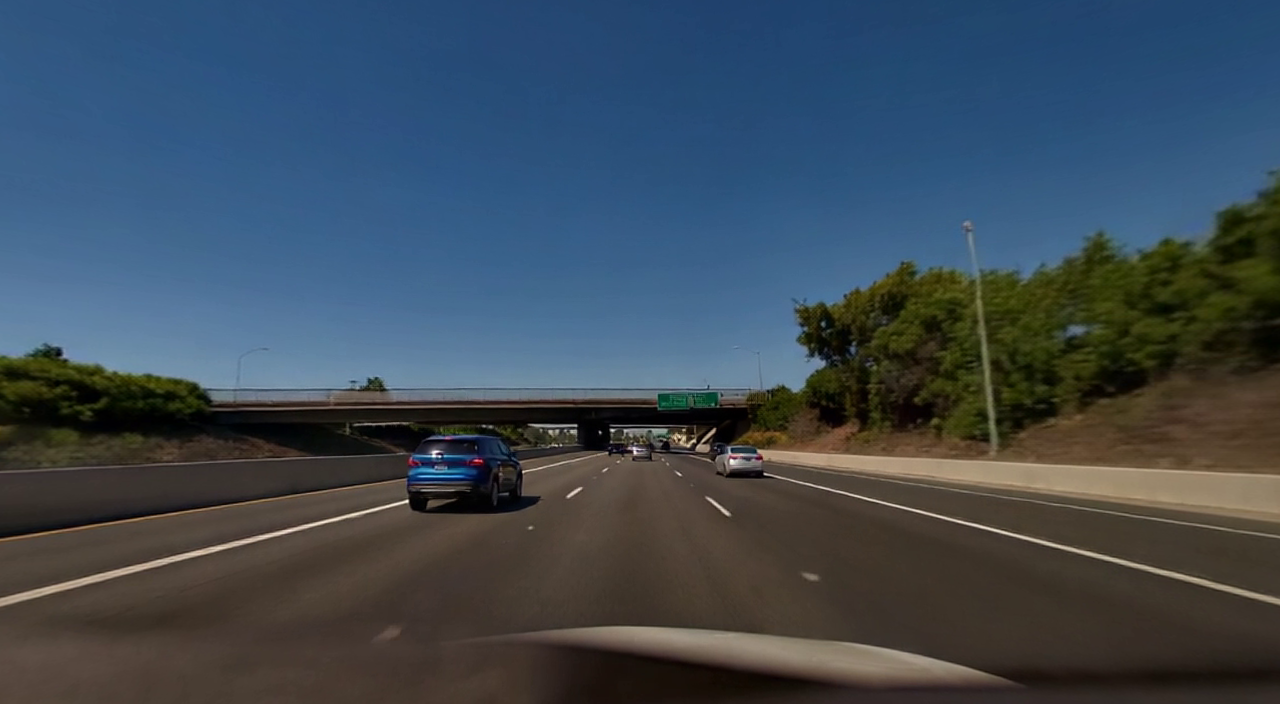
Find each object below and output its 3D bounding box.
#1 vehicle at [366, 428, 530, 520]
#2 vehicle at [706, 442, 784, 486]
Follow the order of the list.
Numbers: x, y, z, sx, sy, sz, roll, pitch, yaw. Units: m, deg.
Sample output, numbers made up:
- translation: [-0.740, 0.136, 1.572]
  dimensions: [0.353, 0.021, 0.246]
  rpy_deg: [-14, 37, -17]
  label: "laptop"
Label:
- translation: [-3.855, 2.518, 13.584]
  dimensions: [2.193, 1.641, 4.077]
  rpy_deg: [0, -8, 1]
  label: "vehicle"
- translation: [3.796, 4.118, 23.637]
  dimensions: [2.083, 1.453, 4.307]
  rpy_deg: [0, -8, -1]
  label: "vehicle"
